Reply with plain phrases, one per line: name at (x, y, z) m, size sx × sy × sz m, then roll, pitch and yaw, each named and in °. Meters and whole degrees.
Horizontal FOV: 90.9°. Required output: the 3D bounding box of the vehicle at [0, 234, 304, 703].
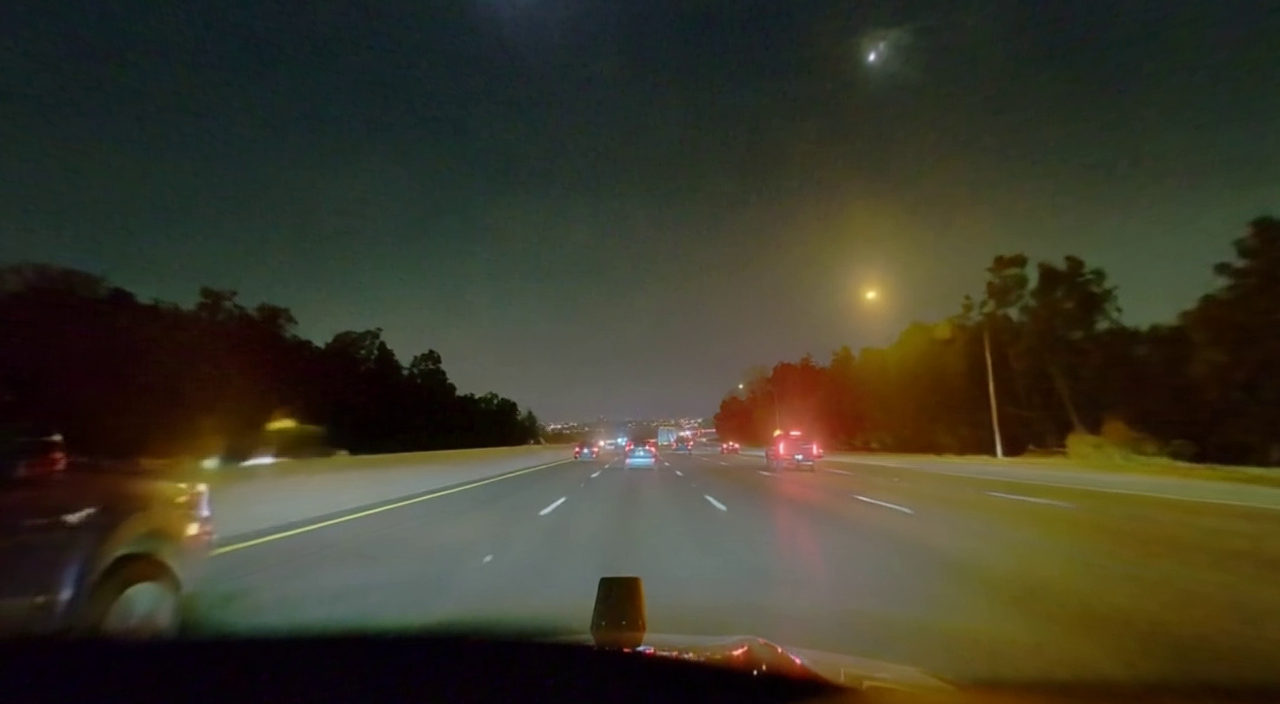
vehicle at (-3.367, 0.449, 0.911) m, size 2.487 × 1.979 × 5.742 m, roll -1°, pitch -8°, yaw 1°

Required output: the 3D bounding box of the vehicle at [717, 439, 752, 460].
vehicle at (7.081, 7.344, 47.583) m, size 1.894 × 1.511 × 4.148 m, roll 0°, pitch -8°, yaw -1°

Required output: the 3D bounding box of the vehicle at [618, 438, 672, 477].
vehicle at (0.184, 4.350, 26.353) m, size 2.071 × 1.464 × 4.162 m, roll 0°, pitch -8°, yaw 0°

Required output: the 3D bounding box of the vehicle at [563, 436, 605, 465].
vehicle at (-3.416, 6.121, 39.344) m, size 2.140 × 1.720 × 4.410 m, roll 0°, pitch -8°, yaw 1°

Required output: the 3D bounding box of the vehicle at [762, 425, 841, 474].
vehicle at (7.024, 4.309, 28.020) m, size 2.094 × 1.916 × 5.099 m, roll 0°, pitch -8°, yaw -1°
